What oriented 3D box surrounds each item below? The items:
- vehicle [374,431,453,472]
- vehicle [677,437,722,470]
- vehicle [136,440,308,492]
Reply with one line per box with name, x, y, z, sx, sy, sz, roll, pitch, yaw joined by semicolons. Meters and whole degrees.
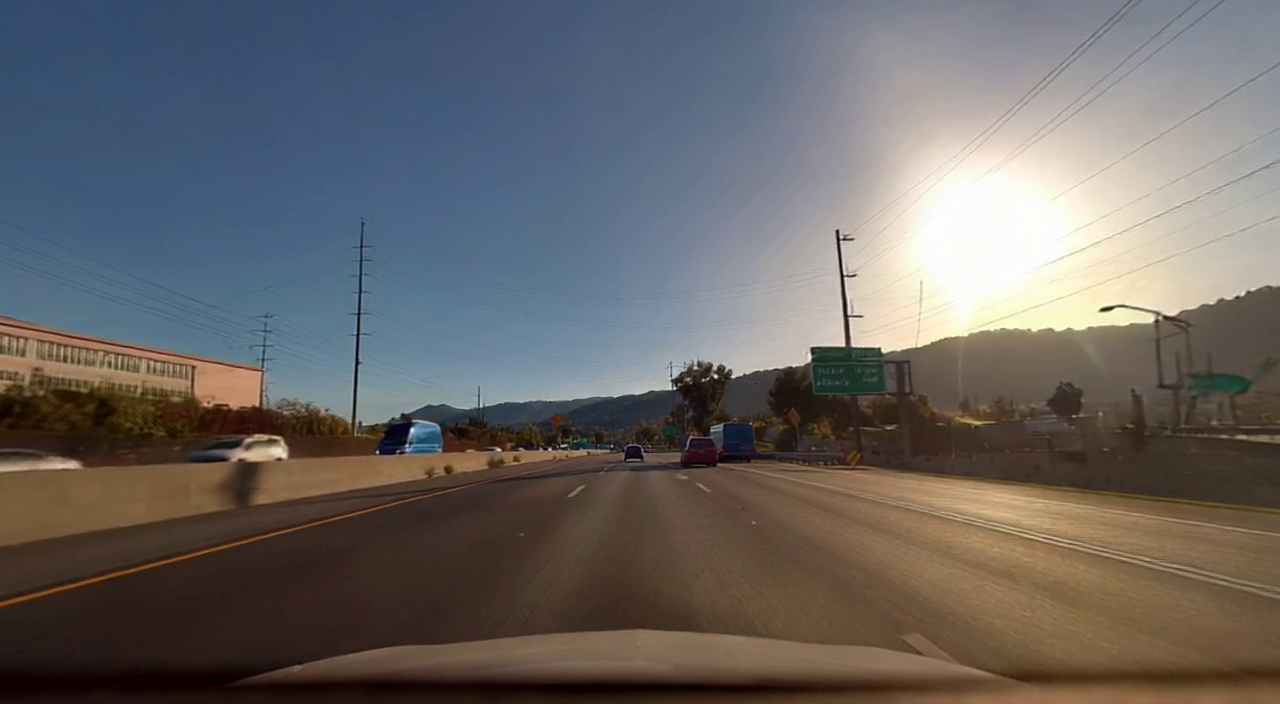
vehicle;-13.785;6.151;39.054;2.308;2.270;7.009;0;-9;0
vehicle;3.404;5.955;37.020;2.036;1.796;4.470;0;-9;-2
vehicle;-13.409;3.691;20.818;2.057;1.477;5.327;0;-9;0
